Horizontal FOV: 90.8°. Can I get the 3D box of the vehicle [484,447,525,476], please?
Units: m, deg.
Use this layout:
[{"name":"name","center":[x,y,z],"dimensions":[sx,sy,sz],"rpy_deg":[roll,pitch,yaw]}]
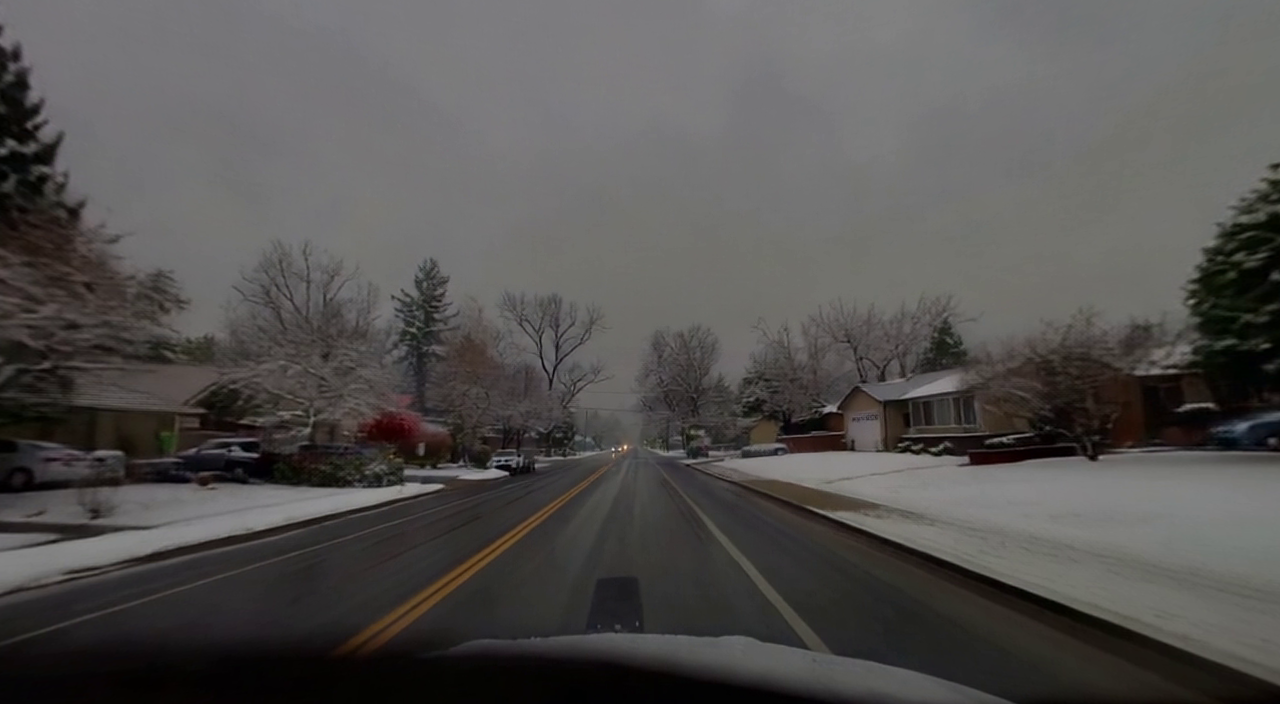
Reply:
[{"name":"vehicle","center":[-9.492,7.681,44.514],"dimensions":[1.998,1.689,4.384],"rpy_deg":[-4,-8,-2]}]
